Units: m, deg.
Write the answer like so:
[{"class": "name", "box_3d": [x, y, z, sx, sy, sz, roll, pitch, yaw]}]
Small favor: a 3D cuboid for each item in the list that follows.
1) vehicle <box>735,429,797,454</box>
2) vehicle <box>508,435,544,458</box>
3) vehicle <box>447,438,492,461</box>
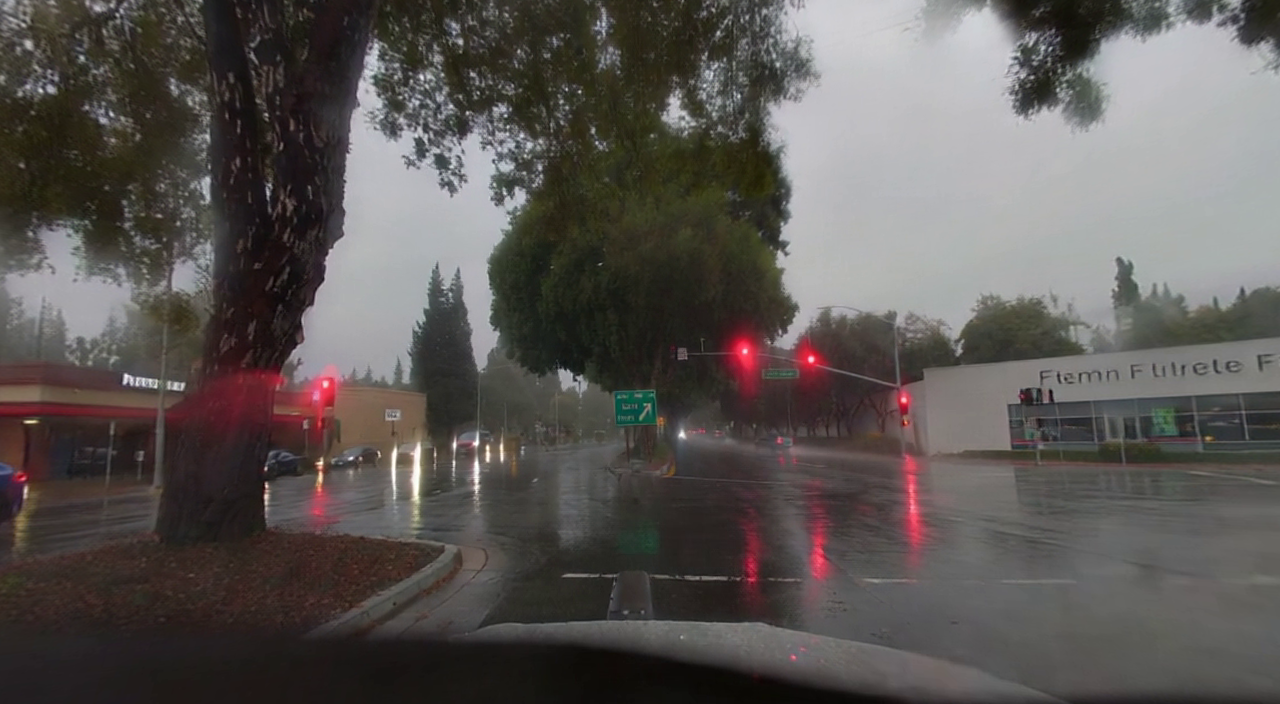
[{"class": "vehicle", "box_3d": [8.712, 6.286, 44.052, 1.936, 1.664, 4.667, 4, -10, -24]}, {"class": "vehicle", "box_3d": [-8.067, 6.746, 45.050, 1.920, 1.546, 4.086, 0, -9, -2]}, {"class": "vehicle", "box_3d": [-11.773, 6.787, 43.898, 2.111, 1.499, 4.371, 0, -9, -3]}]
